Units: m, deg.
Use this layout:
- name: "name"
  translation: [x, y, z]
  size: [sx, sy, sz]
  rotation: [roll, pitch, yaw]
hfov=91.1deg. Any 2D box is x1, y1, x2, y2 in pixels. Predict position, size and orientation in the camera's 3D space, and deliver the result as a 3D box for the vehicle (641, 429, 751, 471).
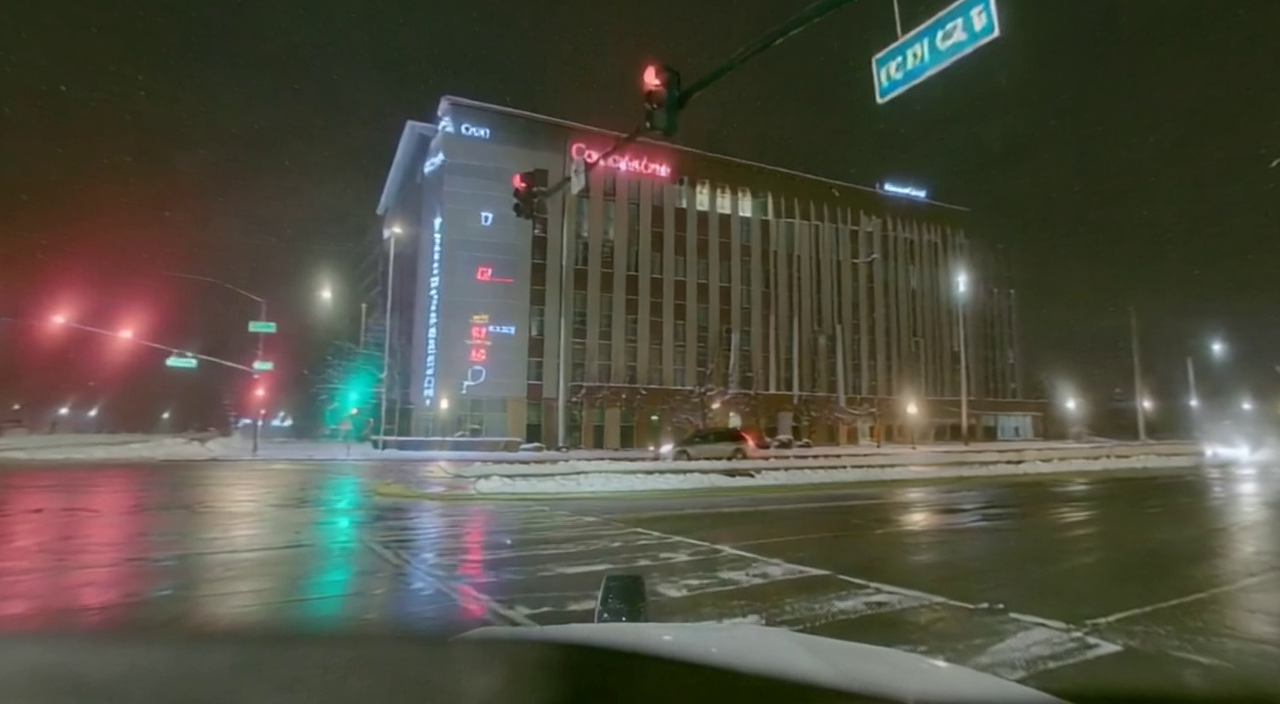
- name: "vehicle"
  translation: [2.604, 4.504, 29.070]
  size: [4.713, 1.775, 2.030]
  rotation: [3, -9, -29]
